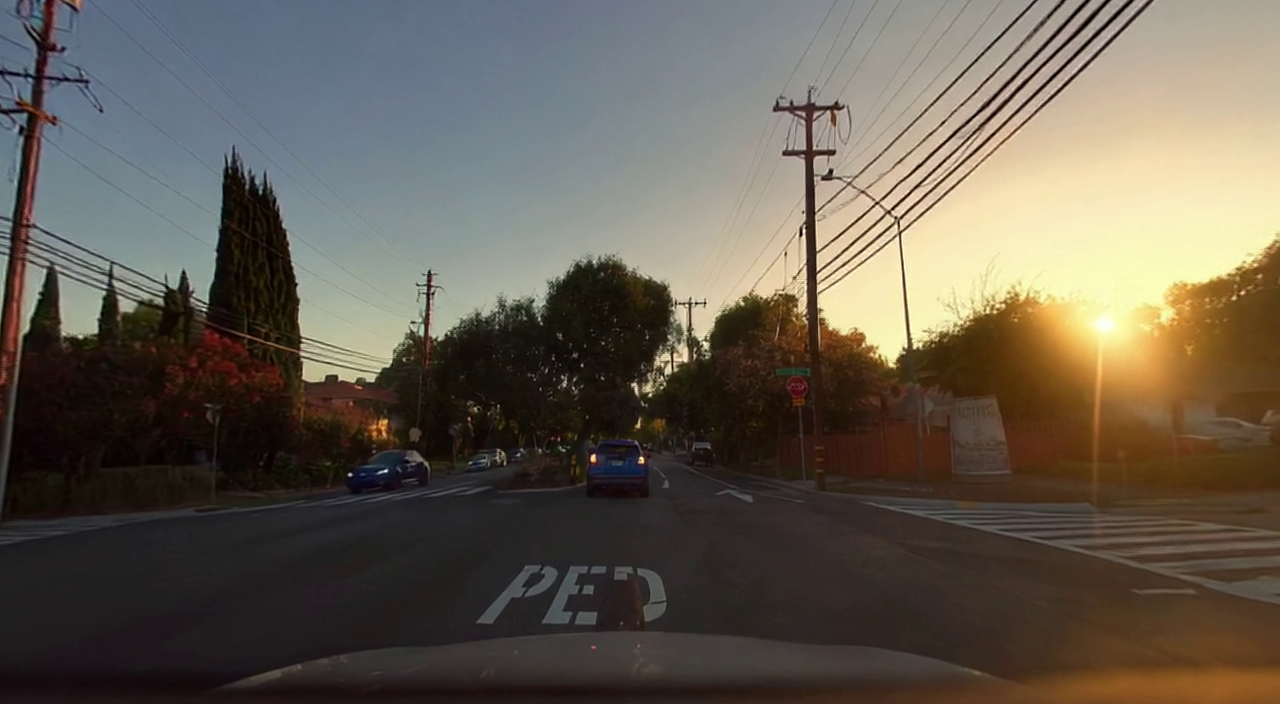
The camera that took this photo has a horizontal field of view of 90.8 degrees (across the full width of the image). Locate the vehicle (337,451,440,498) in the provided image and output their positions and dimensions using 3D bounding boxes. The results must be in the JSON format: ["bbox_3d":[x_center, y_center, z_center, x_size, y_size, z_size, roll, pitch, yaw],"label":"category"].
[{"bbox_3d":[-8.962,4.361,22.910,1.934,1.506,4.032,0,-9,2],"label":"vehicle"}]

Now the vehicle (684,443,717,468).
[{"bbox_3d":[4.432,7.647,46.969,2.101,1.744,4.466,0,-9,1],"label":"vehicle"}]

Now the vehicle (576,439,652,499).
[{"bbox_3d":[-0.671,3.188,17.581,1.877,1.448,3.830,0,-9,-1],"label":"vehicle"}]
